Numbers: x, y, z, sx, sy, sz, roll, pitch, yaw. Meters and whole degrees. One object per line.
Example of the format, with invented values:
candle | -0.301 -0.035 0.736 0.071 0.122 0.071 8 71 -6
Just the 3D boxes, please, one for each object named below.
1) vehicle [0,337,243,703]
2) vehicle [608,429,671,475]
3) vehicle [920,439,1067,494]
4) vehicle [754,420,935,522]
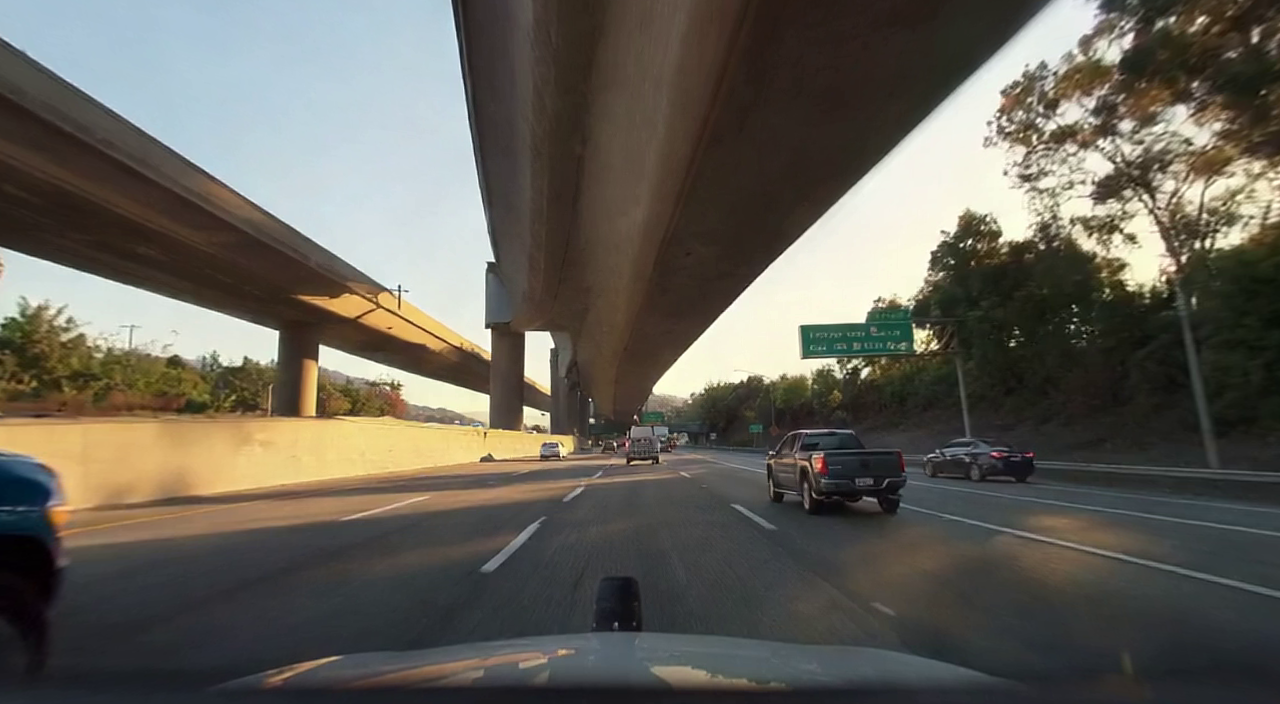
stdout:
vehicle | -3.731 0.635 1.274 2.535 1.715 5.030 0 -9 1
vehicle | -0.042 4.533 28.777 2.572 1.837 5.693 0 -9 0
vehicle | 10.607 3.439 19.394 1.961 1.480 4.331 0 -9 0
vehicle | 3.723 2.261 12.428 2.119 1.653 4.000 0 -9 -1
